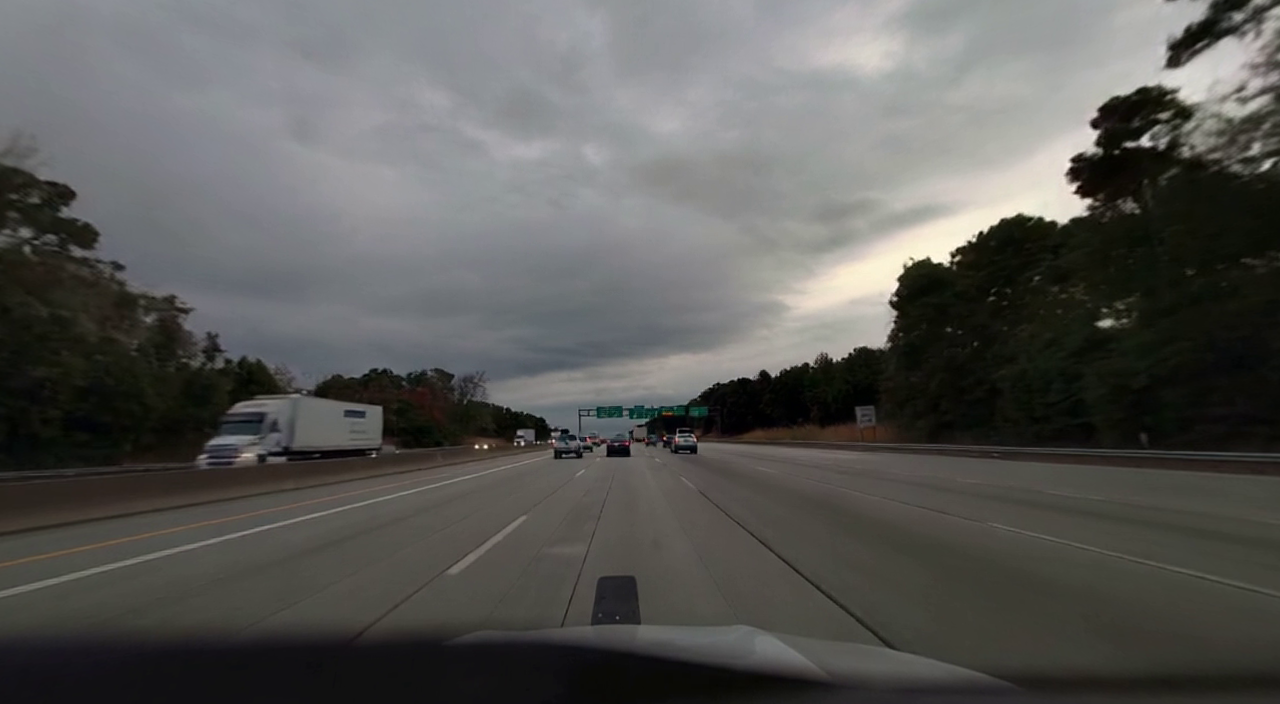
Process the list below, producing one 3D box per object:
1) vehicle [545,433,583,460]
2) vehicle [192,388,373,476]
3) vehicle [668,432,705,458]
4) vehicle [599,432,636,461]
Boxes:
[{"bbox_3d":[-5.015,6.257,41.802,2.046,1.658,4.008,0,-8,-1],"label":"vehicle"},{"bbox_3d":[-17.946,4.245,33.081,2.834,3.807,11.612,0,-8,-1],"label":"vehicle"},{"bbox_3d":[3.096,6.254,42.518,2.066,1.673,4.225,0,-8,-2],"label":"vehicle"},{"bbox_3d":[-1.347,5.677,37.989,2.119,1.629,3.946,0,-8,-1],"label":"vehicle"}]
